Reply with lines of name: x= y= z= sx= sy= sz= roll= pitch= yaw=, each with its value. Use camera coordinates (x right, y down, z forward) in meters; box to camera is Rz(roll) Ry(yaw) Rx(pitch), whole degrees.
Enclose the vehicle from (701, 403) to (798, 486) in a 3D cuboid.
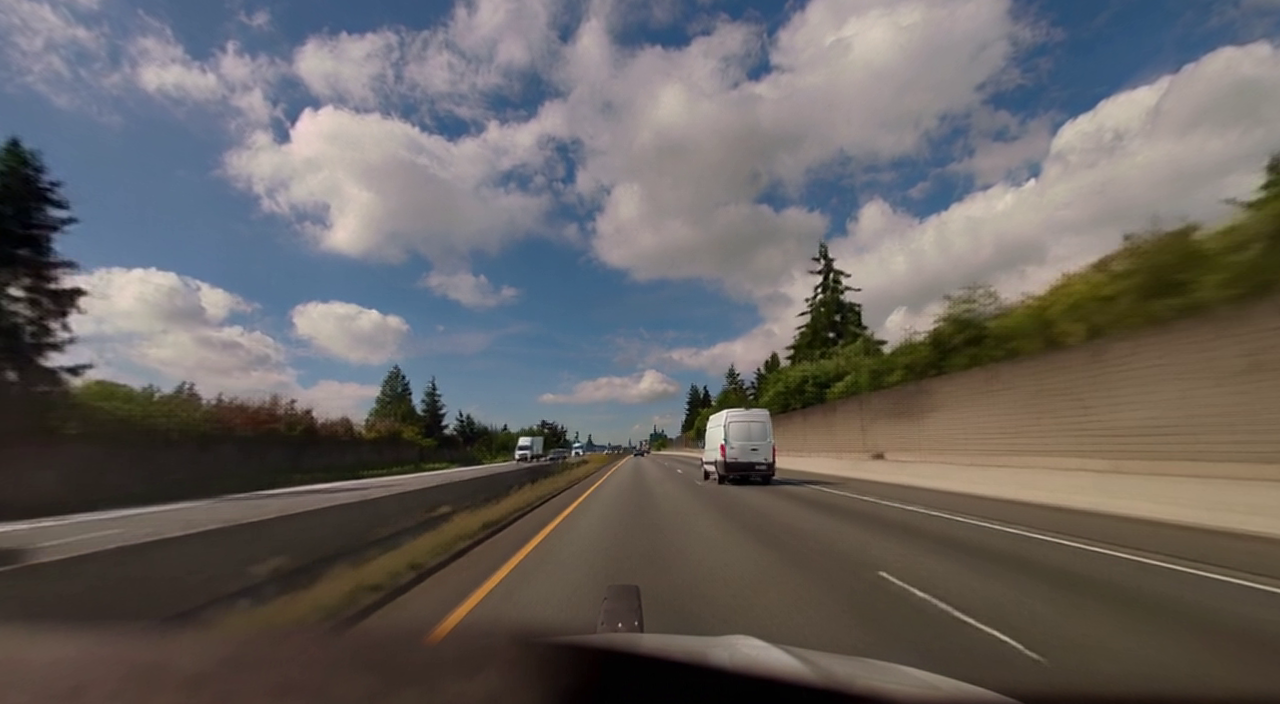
vehicle: x=4.042 y=3.668 z=24.827 sx=2.449 sy=2.805 sz=6.763 roll=0 pitch=-9 yaw=-1
